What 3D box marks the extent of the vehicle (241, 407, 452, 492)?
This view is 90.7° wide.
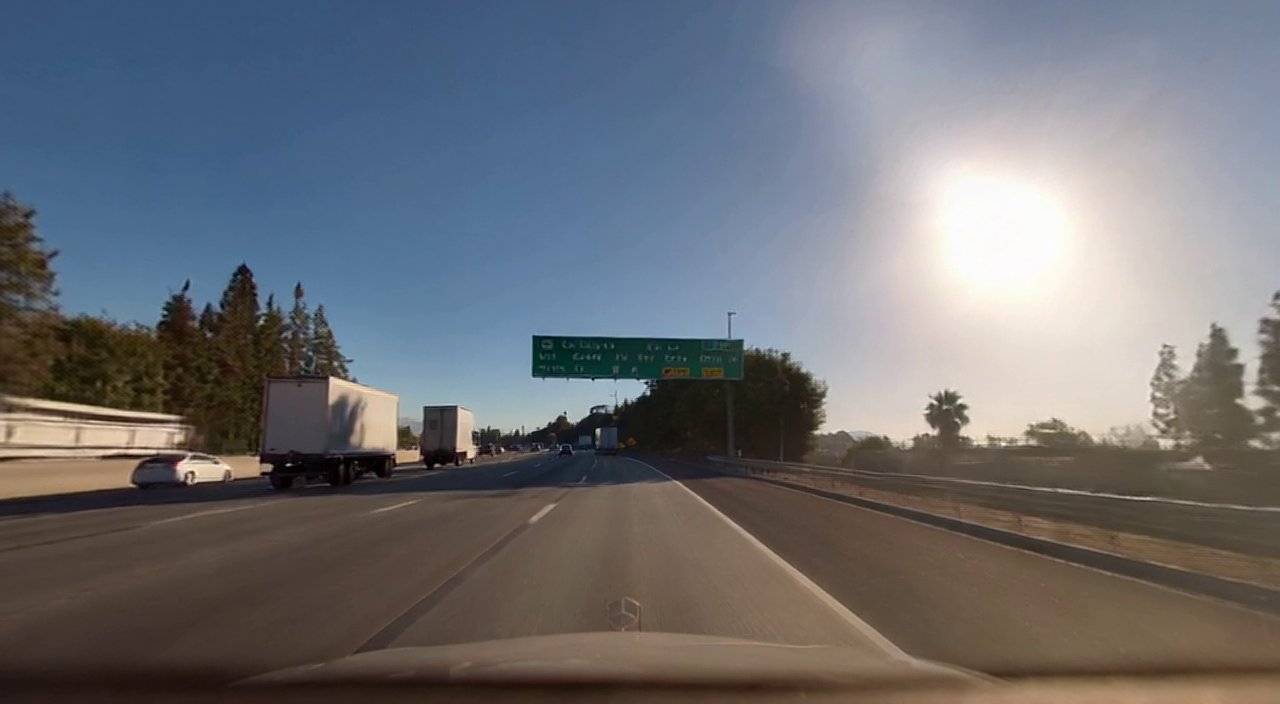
[{"bbox_3d":[-11.427,4.154,27.316,3.270,2.674,14.547,0,-8,-4],"label":"vehicle"}]

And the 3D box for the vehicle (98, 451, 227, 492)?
[{"bbox_3d":[-19.155,4.762,25.696,1.842,1.452,4.612,0,-8,-3],"label":"vehicle"}]
